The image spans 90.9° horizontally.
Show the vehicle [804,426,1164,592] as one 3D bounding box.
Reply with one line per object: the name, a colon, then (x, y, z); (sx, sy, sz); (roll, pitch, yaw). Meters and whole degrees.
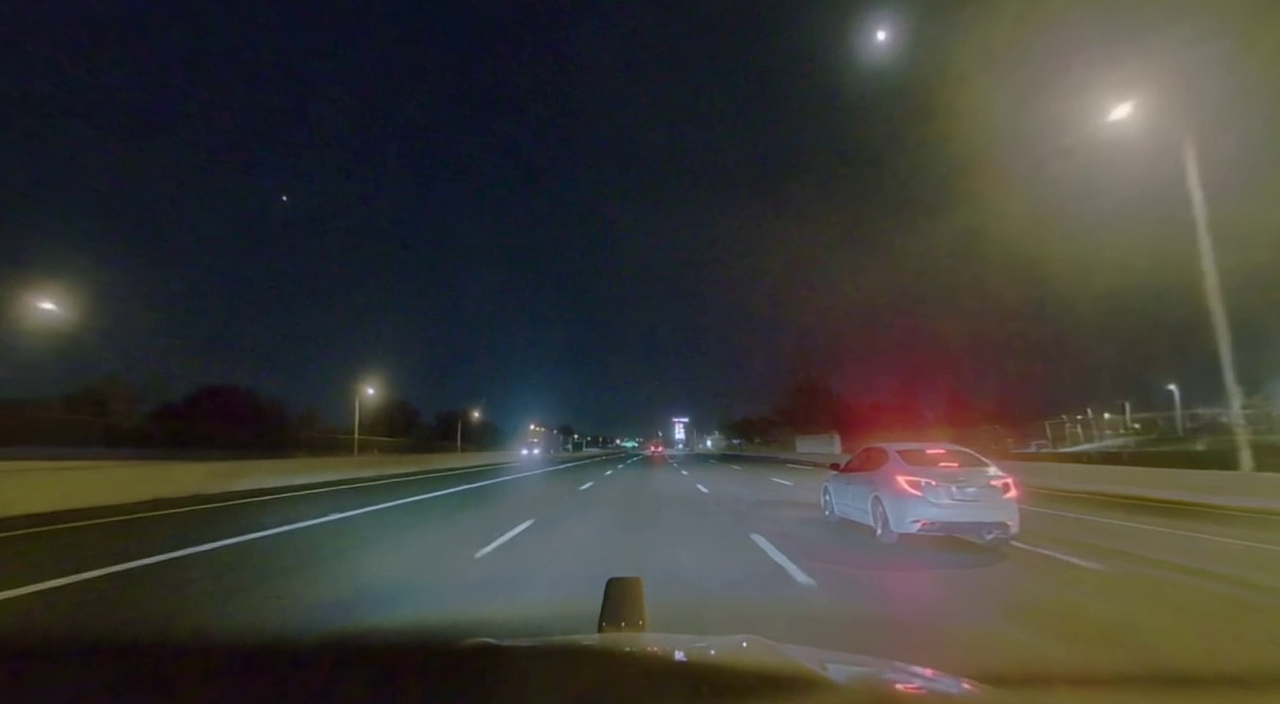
vehicle: (3.742, 1.777, 8.123); (1.999, 1.492, 4.673); (0, -8, 0)
